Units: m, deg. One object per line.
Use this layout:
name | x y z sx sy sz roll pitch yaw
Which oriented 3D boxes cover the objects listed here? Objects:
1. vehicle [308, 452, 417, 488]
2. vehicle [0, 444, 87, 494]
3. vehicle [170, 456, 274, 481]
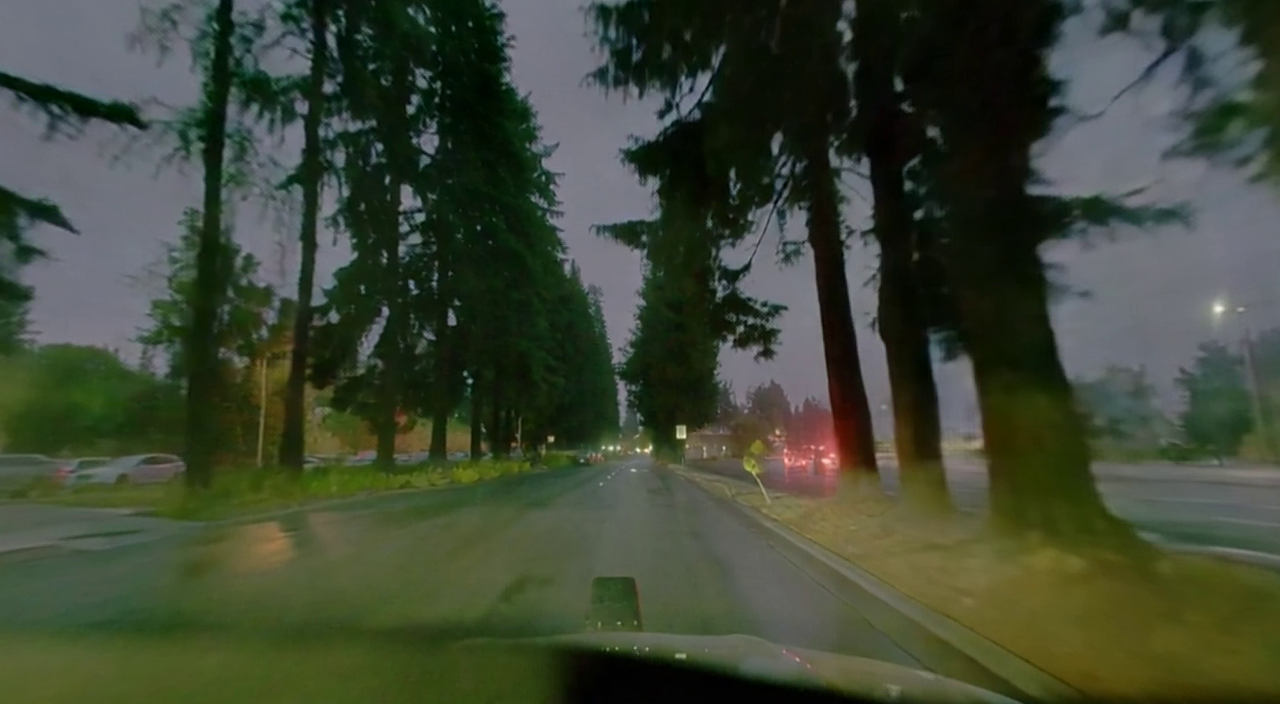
vehicle | -13.737 5.843 31.342 4.422 1.694 2.026 0 -9 1
vehicle | -26.321 4.791 25.977 4.615 1.930 2.381 0 -9 -2
vehicle | -26.697 7.451 40.321 5.024 1.494 2.242 0 -9 1
